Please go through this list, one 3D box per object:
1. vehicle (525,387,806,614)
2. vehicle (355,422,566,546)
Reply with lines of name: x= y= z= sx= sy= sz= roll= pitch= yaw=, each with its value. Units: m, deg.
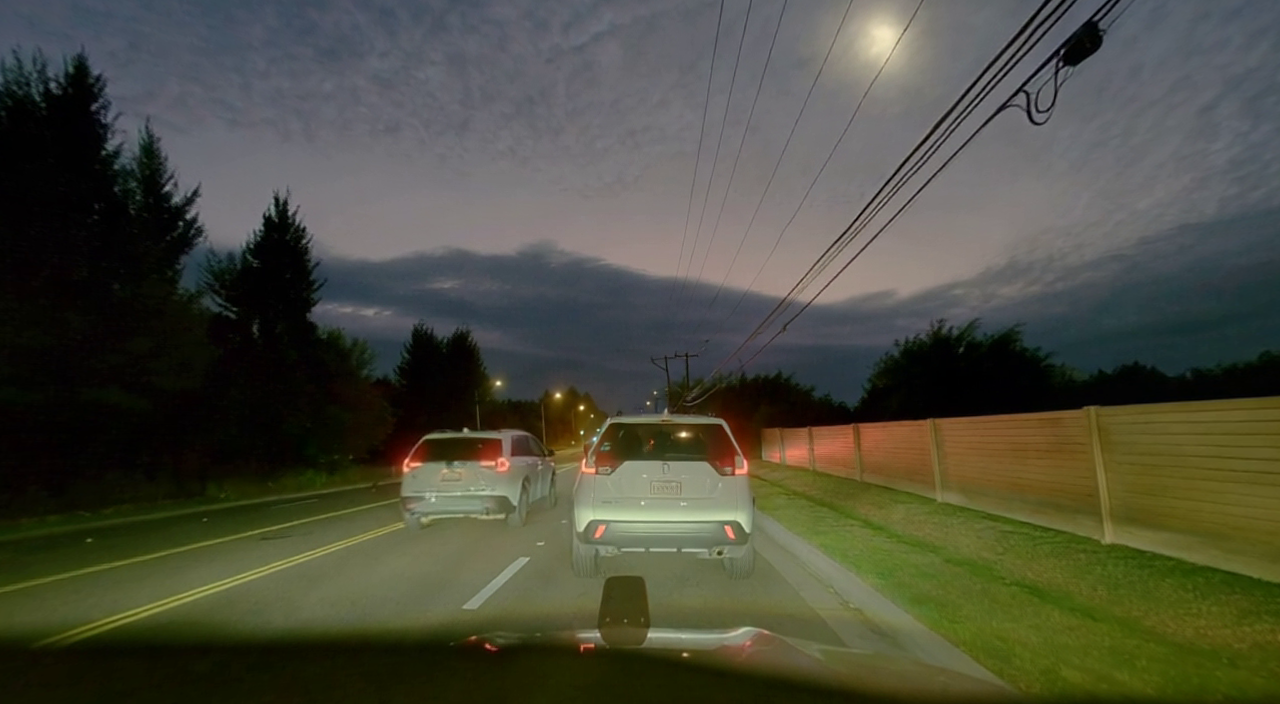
vehicle: x=0.195 y=1.461 z=7.028 sx=2.174 sy=1.749 sz=4.113 roll=0 pitch=-9 yaw=0
vehicle: x=-2.716 y=2.144 z=10.942 sx=2.176 sy=1.653 sz=4.666 roll=0 pitch=-9 yaw=2
